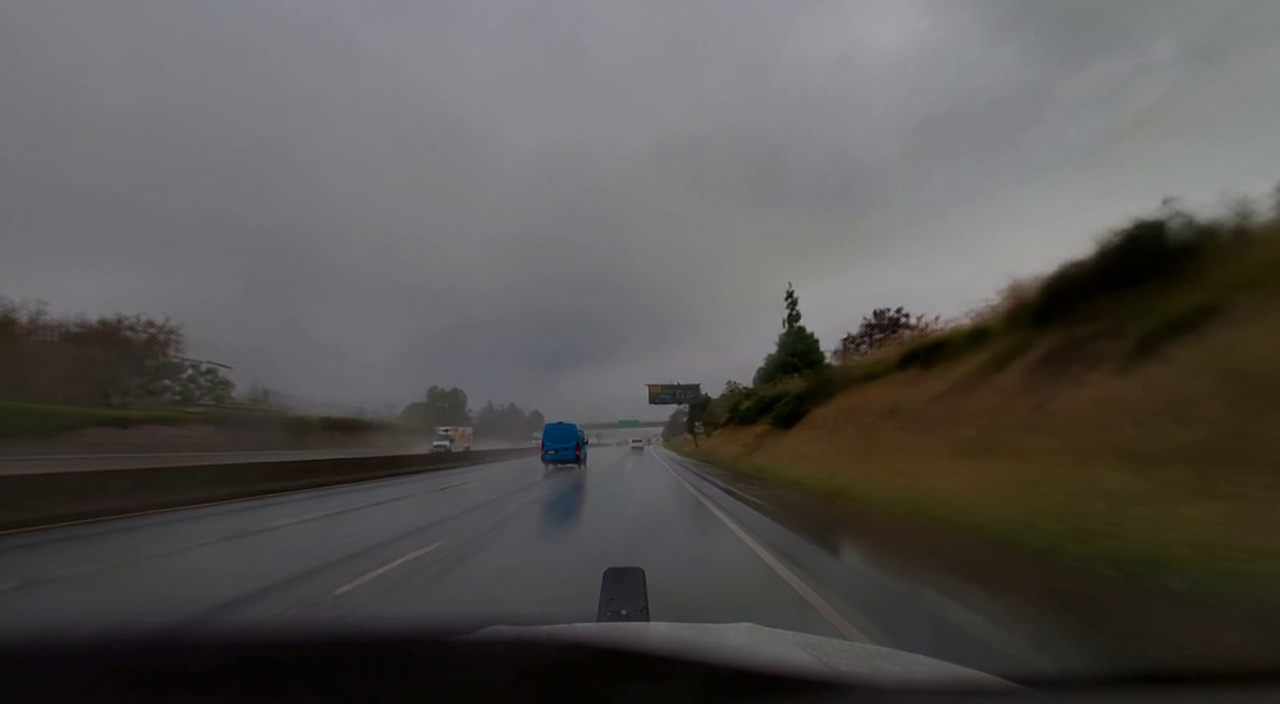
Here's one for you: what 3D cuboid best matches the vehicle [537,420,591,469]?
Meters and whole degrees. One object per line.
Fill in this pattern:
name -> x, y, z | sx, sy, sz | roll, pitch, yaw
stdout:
vehicle -> -4.058, 5.128, 34.808 | 2.329, 2.483, 5.428 | 0, -8, 0
